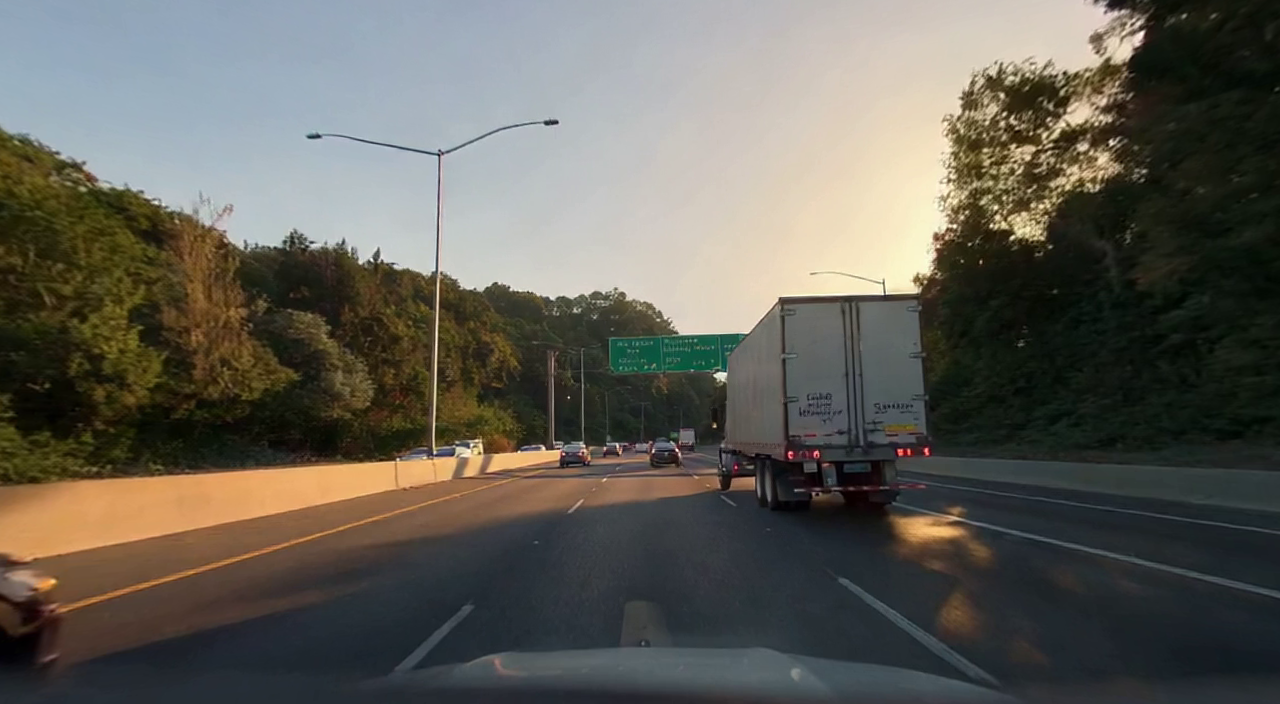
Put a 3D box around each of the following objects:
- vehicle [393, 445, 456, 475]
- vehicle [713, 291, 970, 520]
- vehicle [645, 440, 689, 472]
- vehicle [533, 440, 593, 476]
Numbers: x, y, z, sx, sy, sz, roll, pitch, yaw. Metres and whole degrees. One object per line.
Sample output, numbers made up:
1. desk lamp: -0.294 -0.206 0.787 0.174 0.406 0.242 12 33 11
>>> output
1. vehicle: -11.800 5.911 34.864 1.840 1.477 4.446 -1 -8 0
2. vehicle: 4.036 1.673 16.348 2.985 3.895 11.239 -1 -8 1
3. vehicle: 1.382 5.174 31.777 2.040 1.461 4.822 -1 -8 3
4. vehicle: -3.453 4.829 29.038 2.099 1.494 4.504 -1 -8 1
